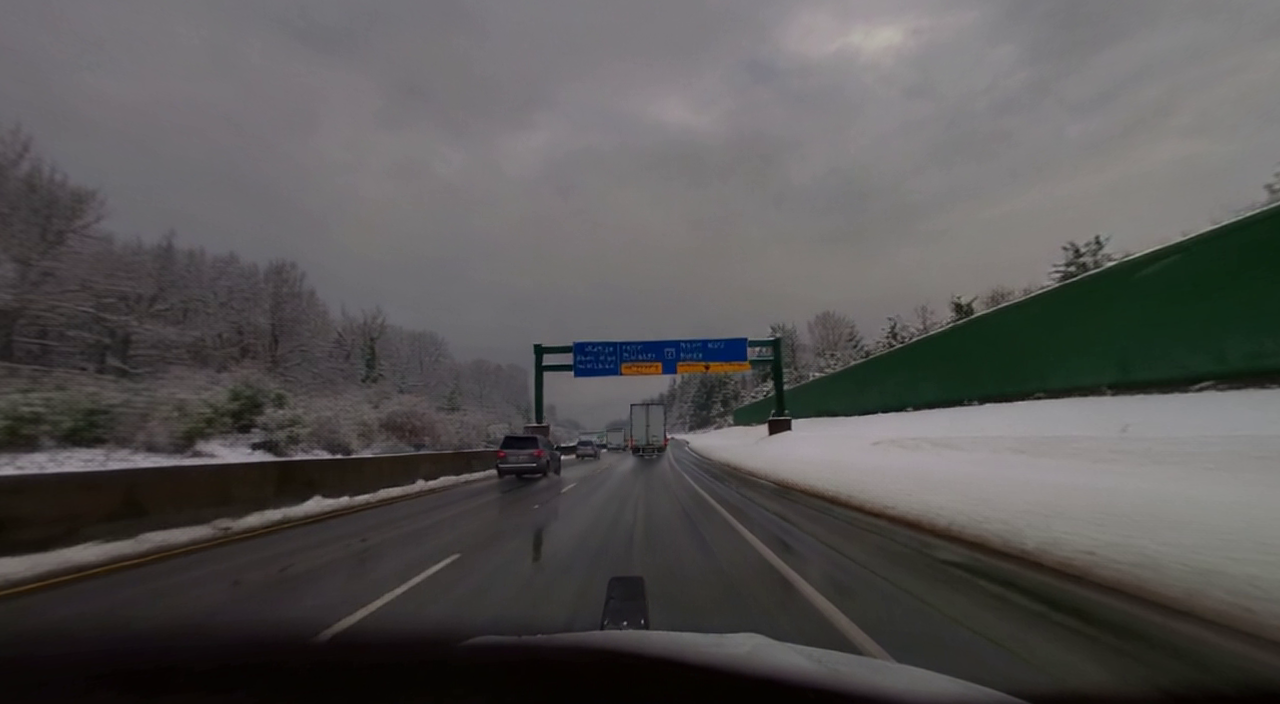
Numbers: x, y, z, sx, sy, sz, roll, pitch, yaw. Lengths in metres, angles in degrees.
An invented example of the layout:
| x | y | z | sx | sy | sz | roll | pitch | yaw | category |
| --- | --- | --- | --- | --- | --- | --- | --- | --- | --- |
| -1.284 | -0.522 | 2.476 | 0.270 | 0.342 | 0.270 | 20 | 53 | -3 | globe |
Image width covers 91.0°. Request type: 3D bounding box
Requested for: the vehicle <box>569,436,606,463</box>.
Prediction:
| x | y | z | sx | sy | sz | roll | pitch | yaw | category |
| --- | --- | --- | --- | --- | --- | --- | --- | --- | --- |
| -3.295 | 6.202 | 40.136 | 1.962 | 1.575 | 4.158 | 0 | -8 | 1 | vehicle |

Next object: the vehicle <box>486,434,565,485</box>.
| x | y | z | sx | sy | sz | roll | pitch | yaw | category |
| --- | --- | --- | --- | --- | --- | --- | --- | --- | --- |
| -3.784 | 3.601 | 21.484 | 1.927 | 1.556 | 3.921 | 0 | -8 | 1 | vehicle |

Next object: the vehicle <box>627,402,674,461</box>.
| x | y | z | sx | sy | sz | roll | pitch | yaw | category |
| --- | --- | --- | --- | --- | --- | --- | --- | --- | --- |
| 0.712 | 5.694 | 44.561 | 2.933 | 3.701 | 10.425 | 0 | -8 | 1 | vehicle |
